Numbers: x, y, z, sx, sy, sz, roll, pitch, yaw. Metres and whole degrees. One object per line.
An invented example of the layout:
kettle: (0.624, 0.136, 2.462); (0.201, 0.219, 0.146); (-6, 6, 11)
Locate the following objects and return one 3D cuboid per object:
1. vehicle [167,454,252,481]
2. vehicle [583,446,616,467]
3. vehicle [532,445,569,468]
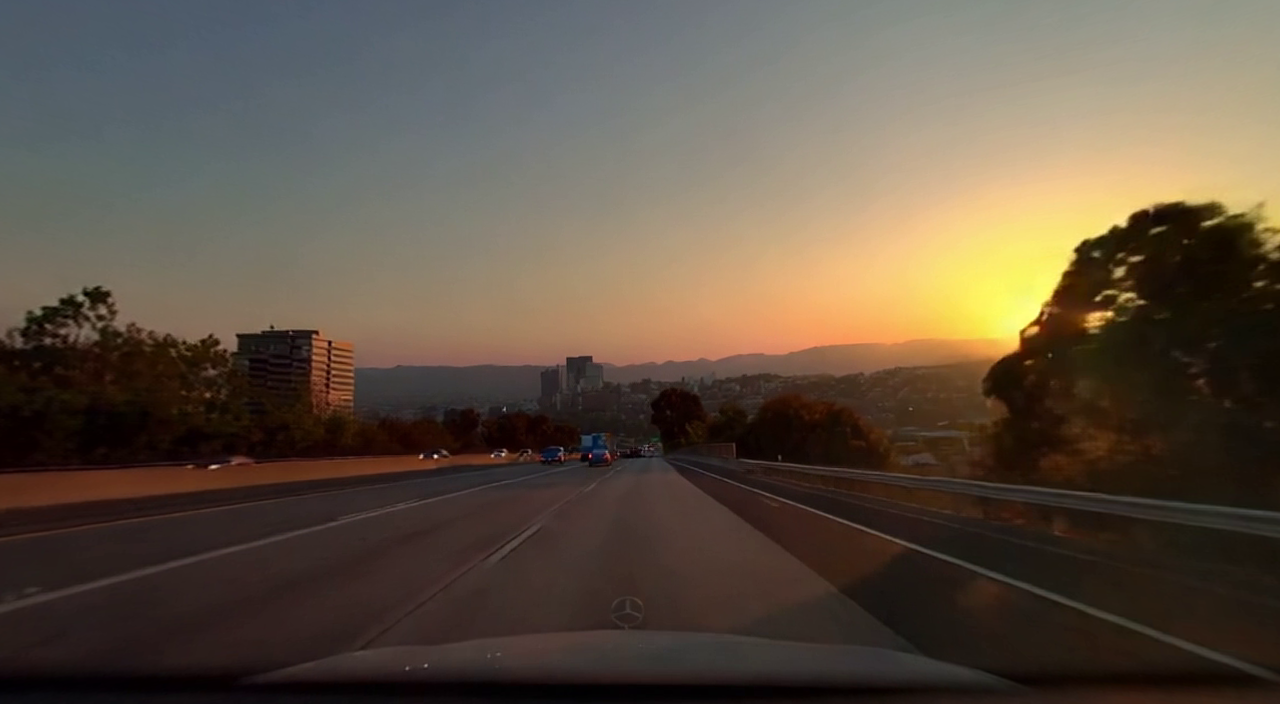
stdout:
vehicle: (-26.530, 7.096, 39.085); (1.887, 1.463, 4.733); (-1, -8, 1)
vehicle: (-3.171, 8.216, 49.695); (2.184, 1.554, 4.350); (-1, -8, 2)
vehicle: (-6.693, 7.860, 47.581); (2.075, 1.646, 4.405); (-1, -8, 2)
